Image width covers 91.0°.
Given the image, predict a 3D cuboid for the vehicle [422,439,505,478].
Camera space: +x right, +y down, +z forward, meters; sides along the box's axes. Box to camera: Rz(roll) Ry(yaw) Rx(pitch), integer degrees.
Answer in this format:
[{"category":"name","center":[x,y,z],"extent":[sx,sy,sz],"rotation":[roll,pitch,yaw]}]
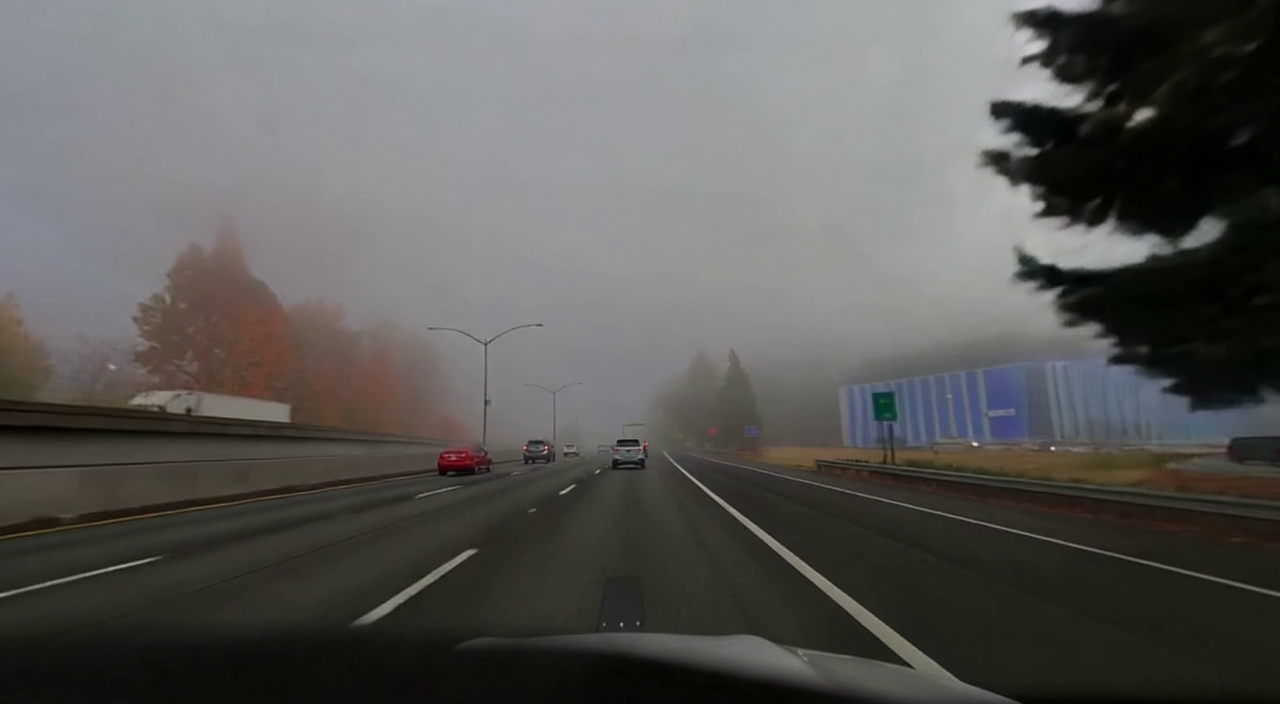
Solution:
[{"category":"vehicle","center":[-7.347,4.478,26.713],"extent":[2.074,1.495,4.643],"rotation":[0,-8,1]}]

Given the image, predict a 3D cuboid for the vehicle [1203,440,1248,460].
[{"category":"vehicle","center":[46.128,7.729,49.559],"extent":[4.334,1.495,1.987],"rotation":[7,-11,-41]}]

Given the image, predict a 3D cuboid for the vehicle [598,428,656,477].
[{"category":"vehicle","center":[-0.510,4.282,27.030],"extent":[2.245,1.863,4.801],"rotation":[0,-8,0]}]

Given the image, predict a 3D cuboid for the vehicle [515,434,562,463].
[{"category":"vehicle","center":[-7.243,6.985,45.581],"extent":[2.328,1.927,5.880],"rotation":[0,-8,1]}]
